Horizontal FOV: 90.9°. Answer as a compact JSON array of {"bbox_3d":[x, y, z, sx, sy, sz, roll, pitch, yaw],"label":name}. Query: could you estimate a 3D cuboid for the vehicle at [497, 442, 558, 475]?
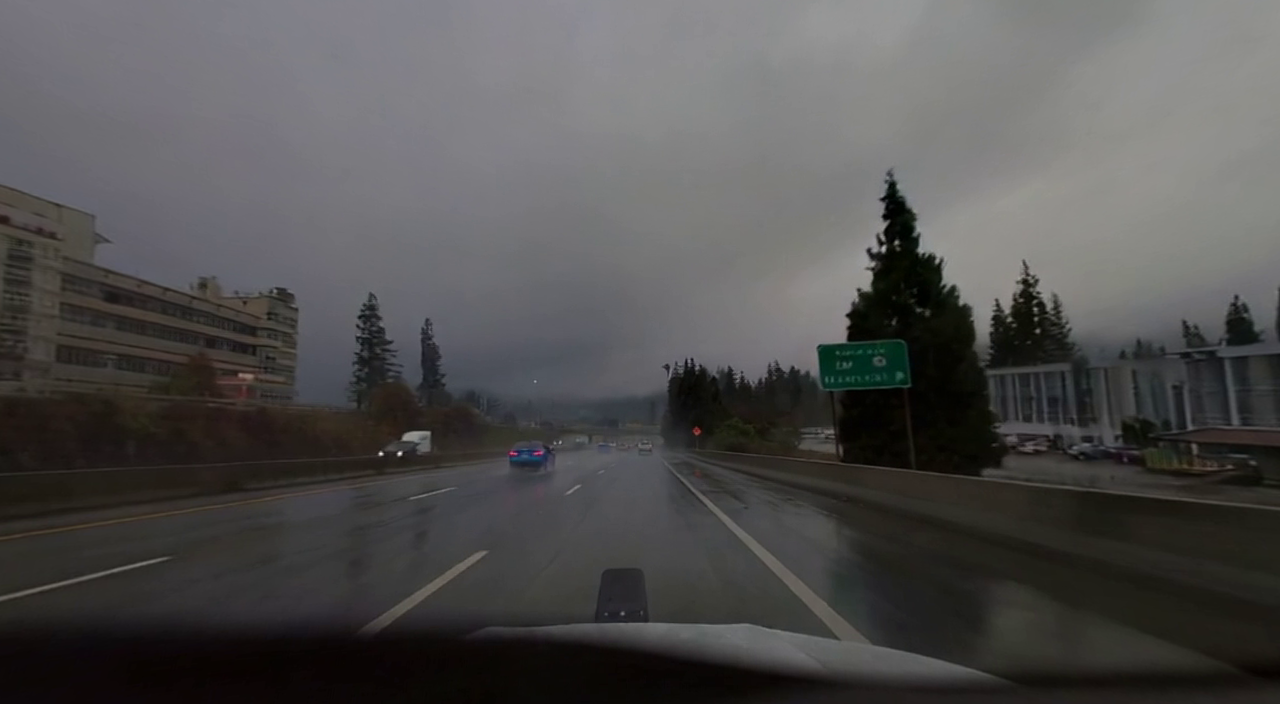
[{"bbox_3d":[-5.375,5.142,30.726,2.083,1.471,4.350,0,-8,1],"label":"vehicle"}]
